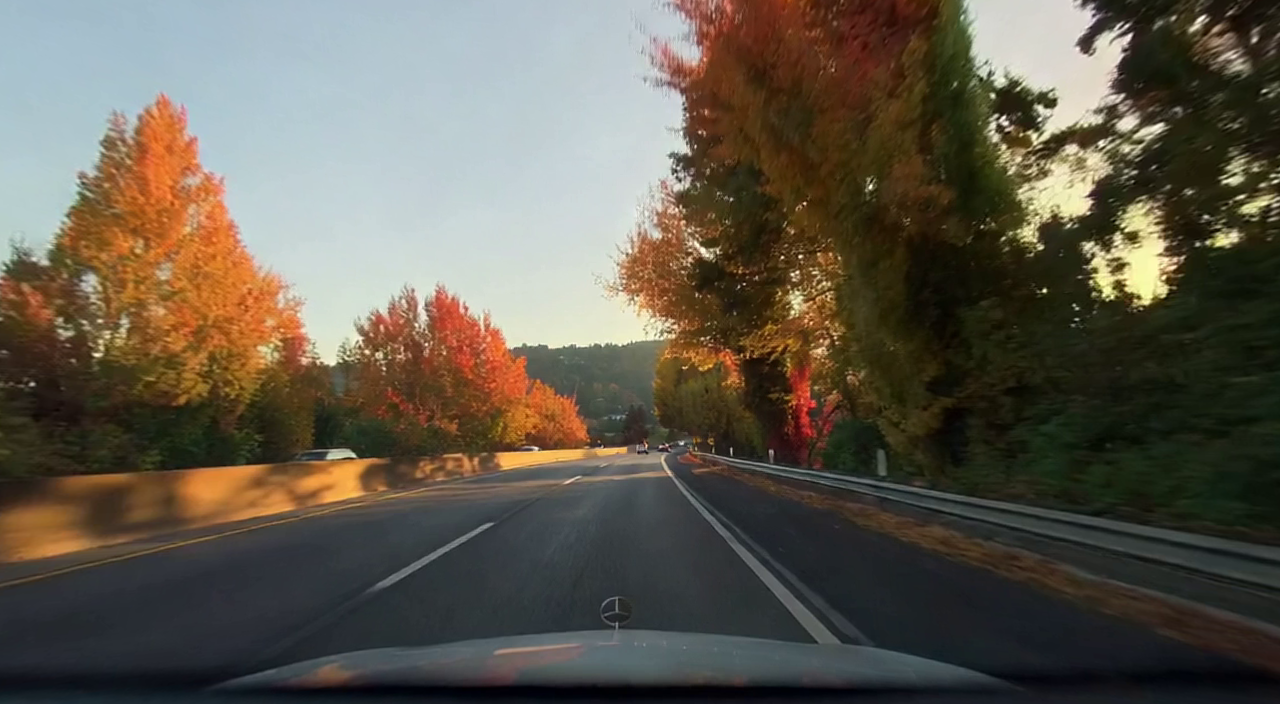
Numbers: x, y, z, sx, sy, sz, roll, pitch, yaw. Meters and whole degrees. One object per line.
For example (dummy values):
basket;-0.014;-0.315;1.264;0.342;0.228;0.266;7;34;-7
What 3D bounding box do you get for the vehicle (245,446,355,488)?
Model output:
vehicle;-14.520;4.908;27.219;2.224;1.568;4.411;-1;-8;1
